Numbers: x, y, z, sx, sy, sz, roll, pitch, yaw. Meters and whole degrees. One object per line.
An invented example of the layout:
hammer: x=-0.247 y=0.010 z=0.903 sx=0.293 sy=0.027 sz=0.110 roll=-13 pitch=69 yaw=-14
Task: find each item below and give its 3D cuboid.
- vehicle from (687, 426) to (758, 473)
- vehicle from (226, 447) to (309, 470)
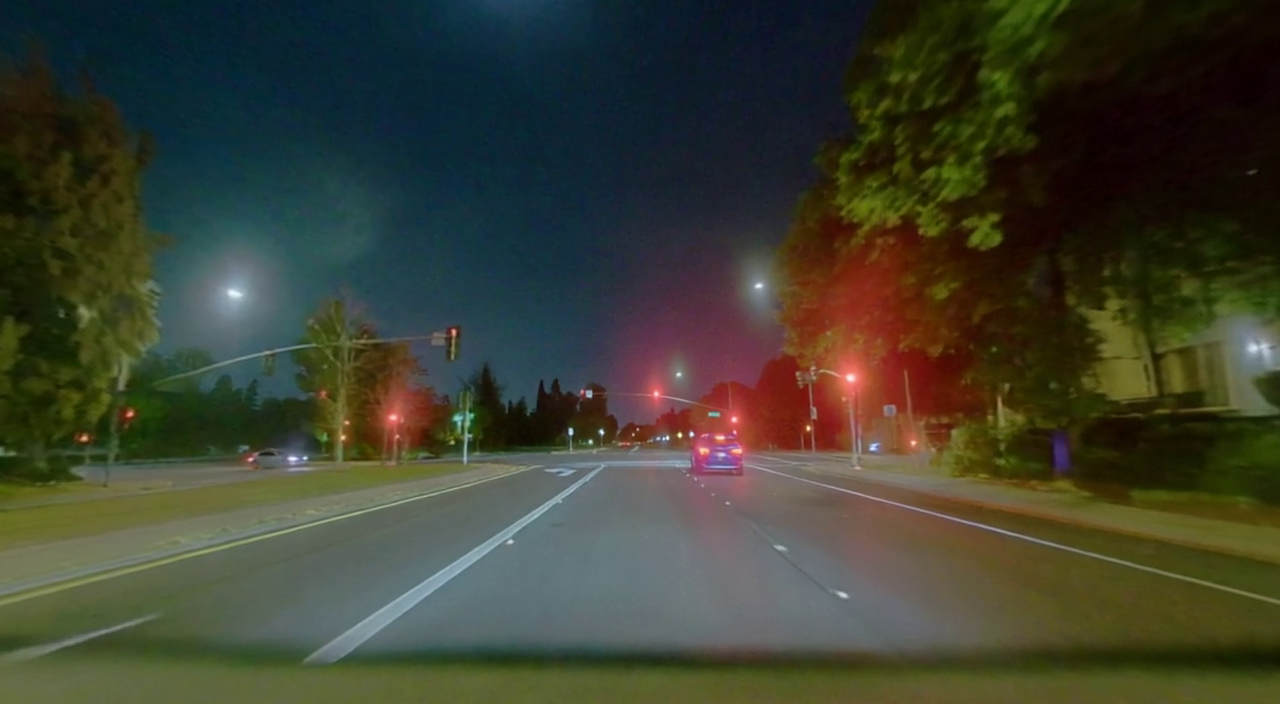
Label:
vehicle: x=3.359 y=4.126 z=26.875 sx=2.229 sy=1.795 sz=4.927 roll=0 pitch=-9 yaw=-2
vehicle: x=-27.002 y=7.723 z=45.916 sx=4.737 sy=1.659 sz=2.042 roll=0 pitch=-9 yaw=-2
